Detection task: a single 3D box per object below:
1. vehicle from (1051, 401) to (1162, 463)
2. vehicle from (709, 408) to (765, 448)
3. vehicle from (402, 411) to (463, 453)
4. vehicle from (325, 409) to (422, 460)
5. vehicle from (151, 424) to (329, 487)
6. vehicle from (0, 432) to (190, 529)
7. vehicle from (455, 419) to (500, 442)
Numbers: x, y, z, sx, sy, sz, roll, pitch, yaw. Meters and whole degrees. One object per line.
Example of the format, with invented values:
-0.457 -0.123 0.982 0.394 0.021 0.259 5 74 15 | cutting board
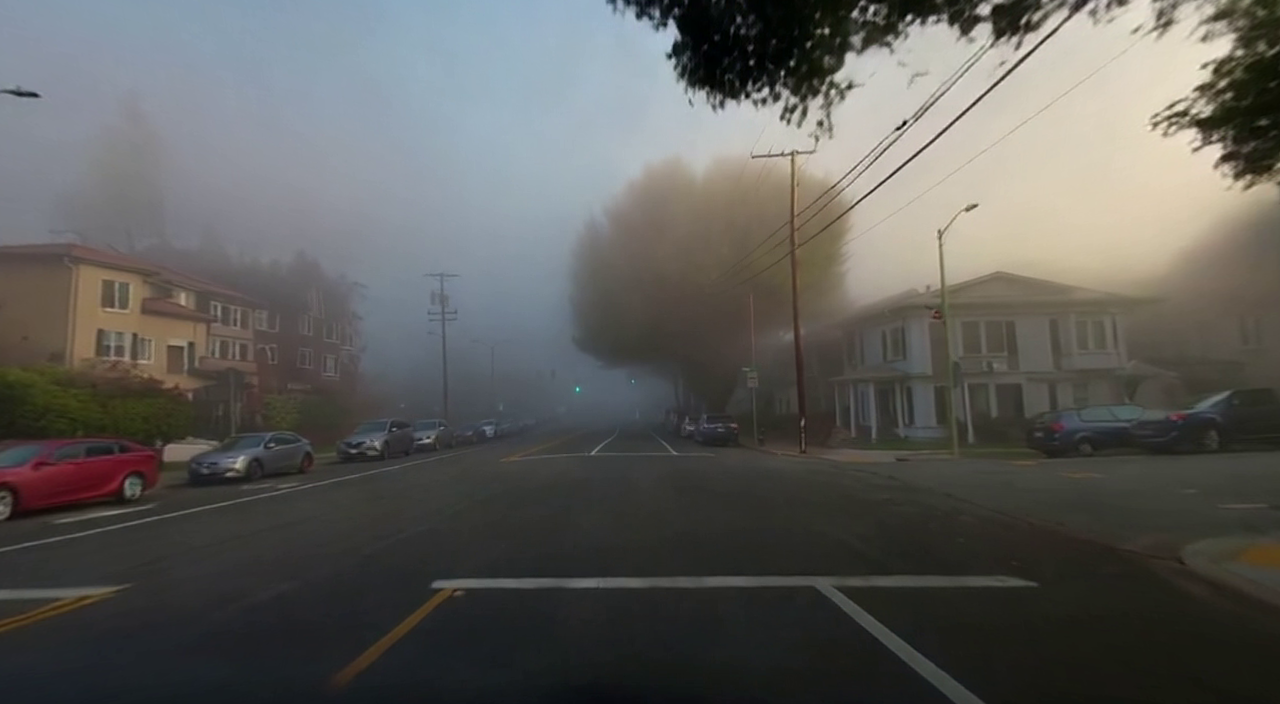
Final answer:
13.785 2.306 18.566 2.122 1.474 4.313 -9 -8 41 | vehicle
4.344 3.531 28.957 1.867 1.680 4.176 0 -8 0 | vehicle
-11.349 4.353 34.819 1.926 1.998 4.447 -4 -5 -2 | vehicle
-11.163 3.523 26.895 2.056 1.980 4.763 0 -8 -1 | vehicle
-11.126 2.904 18.103 2.082 1.540 4.654 0 -8 0 | vehicle
-11.057 2.259 11.627 1.970 1.523 4.702 -1 -8 2 | vehicle
-11.207 5.448 43.736 2.051 1.520 4.374 0 -8 -1 | vehicle
